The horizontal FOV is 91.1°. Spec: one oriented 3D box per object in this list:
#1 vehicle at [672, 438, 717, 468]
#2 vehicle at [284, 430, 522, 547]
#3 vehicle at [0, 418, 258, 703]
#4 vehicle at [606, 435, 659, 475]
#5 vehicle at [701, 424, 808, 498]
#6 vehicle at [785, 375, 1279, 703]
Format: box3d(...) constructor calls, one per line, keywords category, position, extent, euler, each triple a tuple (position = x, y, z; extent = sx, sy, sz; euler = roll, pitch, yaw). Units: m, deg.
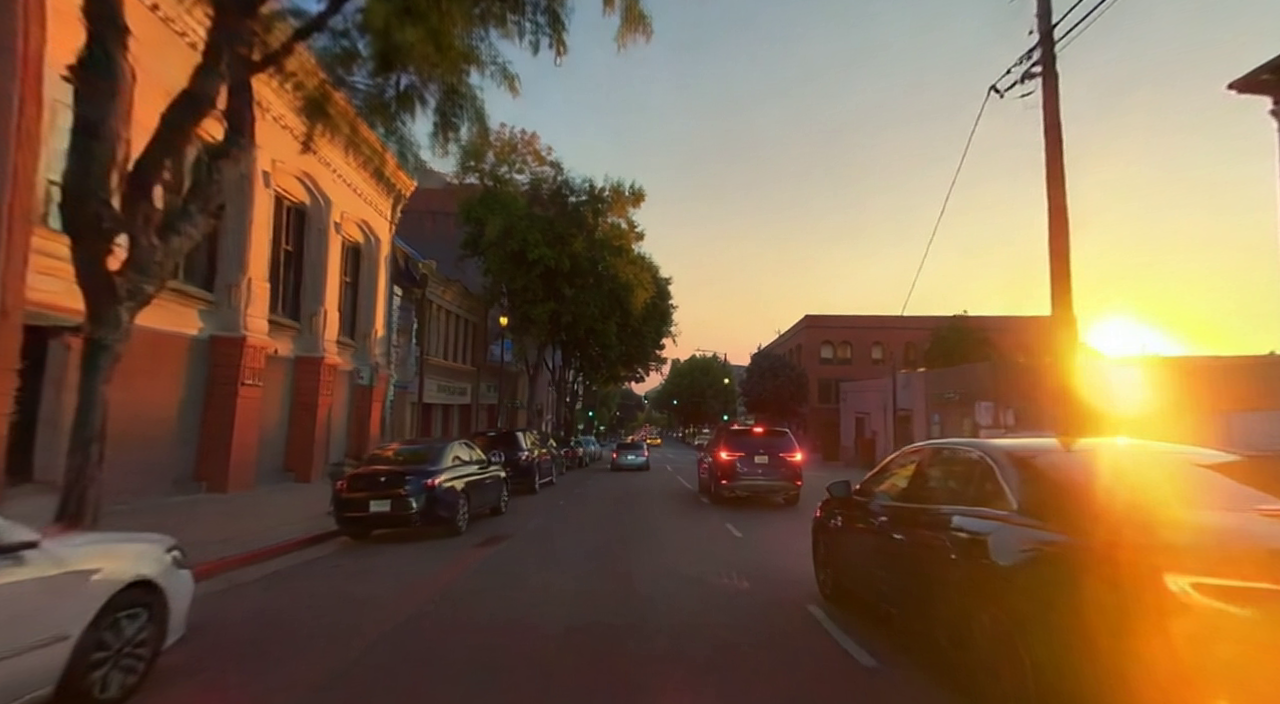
box3d(category="vehicle", position=(2.806, 5.338, 33.420), extent=(1.966, 1.475, 4.528), euler=(0, -8, -1))
box3d(category="vehicle", position=(-3.483, 2.081, 10.440), extent=(1.972, 1.471, 4.795), euler=(0, -8, 2))
box3d(category="vehicle", position=(-3.611, 0.925, 1.961), extent=(1.954, 1.462, 4.407), euler=(0, -8, 2))
box3d(category="vehicle", position=(-0.280, 4.151, 25.577), extent=(2.007, 1.460, 3.923), euler=(0, -8, 0))
box3d(category="vehicle", position=(2.905, 2.880, 17.053), extent=(2.002, 1.707, 4.547), euler=(0, -8, -1))
box3d(category="vehicle", position=(2.457, 1.122, 3.698), extent=(2.080, 1.495, 4.591), euler=(0, -8, 0))
